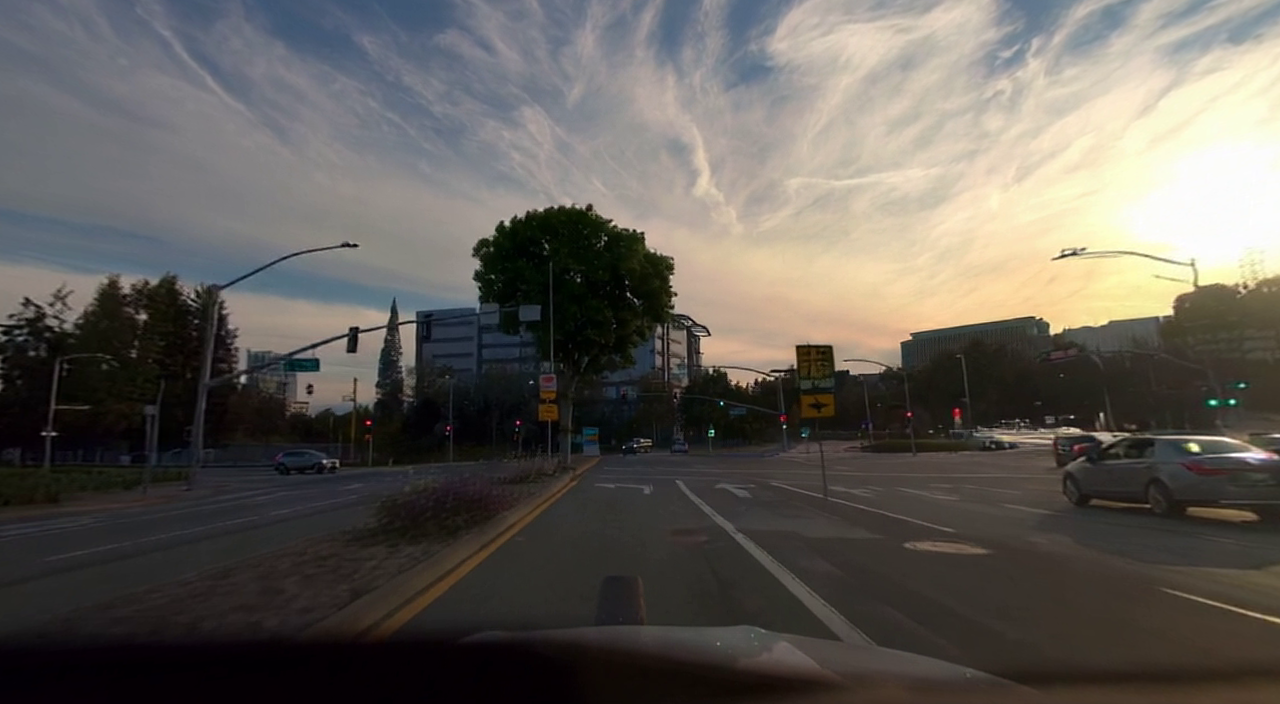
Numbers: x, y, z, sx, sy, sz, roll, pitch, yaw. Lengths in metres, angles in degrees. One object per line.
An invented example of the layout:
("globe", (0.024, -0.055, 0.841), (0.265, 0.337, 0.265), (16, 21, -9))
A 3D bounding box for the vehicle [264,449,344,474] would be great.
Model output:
("vehicle", (-24.946, 8.145, 47.026), (4.706, 1.734, 2.253), (-1, -8, 6))

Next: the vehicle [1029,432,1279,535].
("vehicle", (9.542, 2.260, 11.548), (1.933, 1.500, 4.458), (0, -8, -1))
